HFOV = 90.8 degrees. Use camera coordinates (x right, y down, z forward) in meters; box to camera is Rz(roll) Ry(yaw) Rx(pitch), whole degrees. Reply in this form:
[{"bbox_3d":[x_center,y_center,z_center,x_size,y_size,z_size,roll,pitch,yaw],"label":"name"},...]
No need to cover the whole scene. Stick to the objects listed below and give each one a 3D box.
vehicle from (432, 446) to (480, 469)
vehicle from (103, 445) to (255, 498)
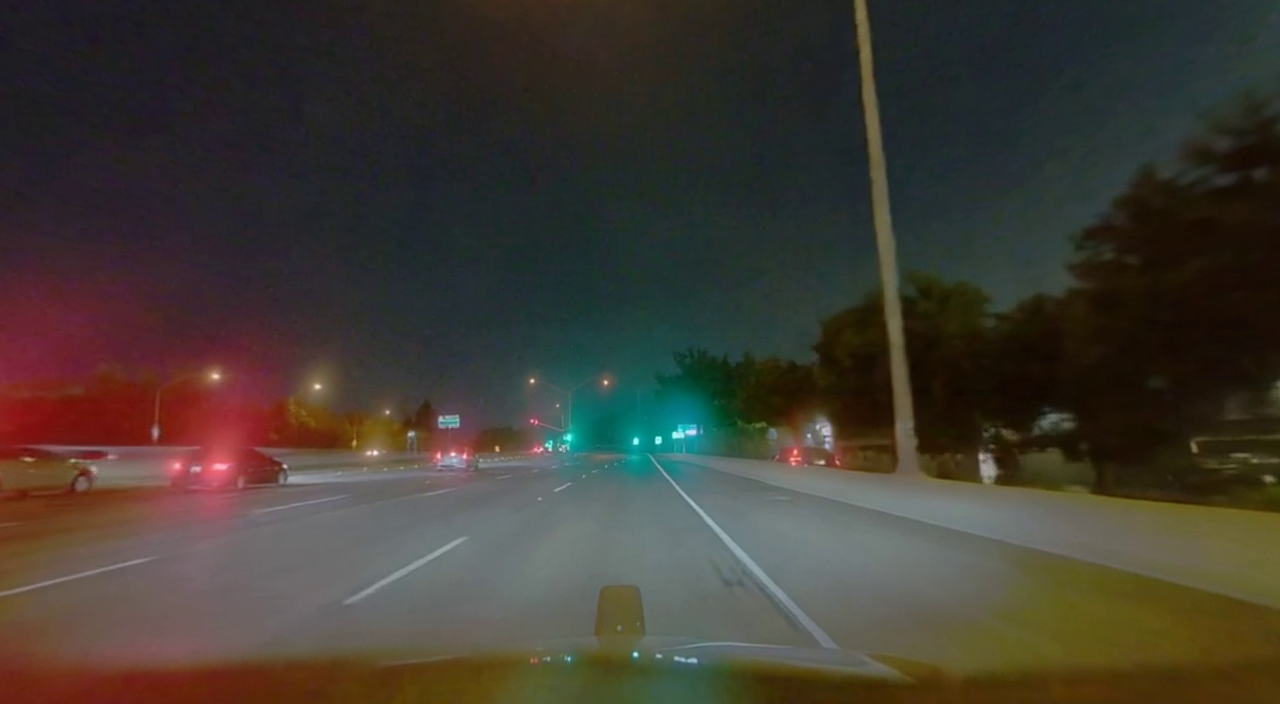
[{"bbox_3d":[-12.830,7.372,44.371,2.271,1.537,4.029,0,-9,-2],"label":"vehicle"},{"bbox_3d":[-14.862,3.845,20.758,1.829,1.520,4.505,0,-9,-4],"label":"vehicle"}]
